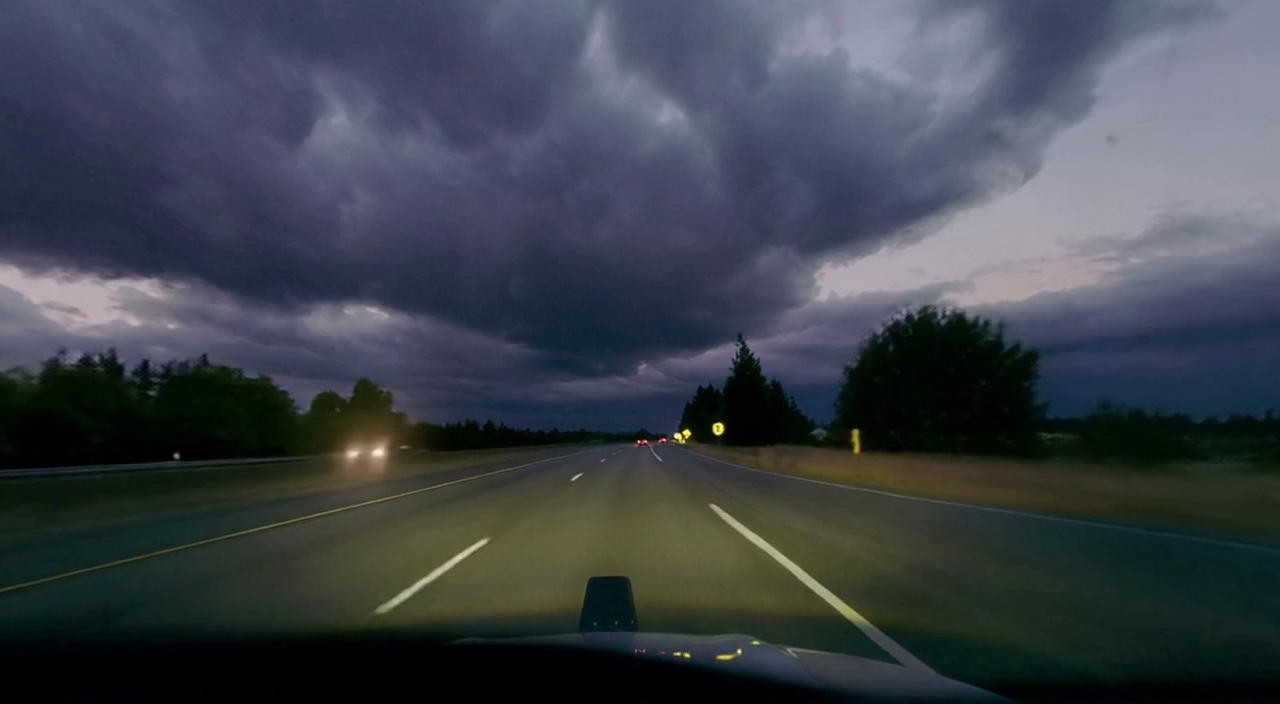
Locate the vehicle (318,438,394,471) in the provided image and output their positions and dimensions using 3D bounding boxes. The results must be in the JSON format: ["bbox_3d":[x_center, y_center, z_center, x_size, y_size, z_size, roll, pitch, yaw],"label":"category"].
[{"bbox_3d":[-14.757,5.342,32.932,1.974,1.586,4.208,0,-8,0],"label":"vehicle"}]
